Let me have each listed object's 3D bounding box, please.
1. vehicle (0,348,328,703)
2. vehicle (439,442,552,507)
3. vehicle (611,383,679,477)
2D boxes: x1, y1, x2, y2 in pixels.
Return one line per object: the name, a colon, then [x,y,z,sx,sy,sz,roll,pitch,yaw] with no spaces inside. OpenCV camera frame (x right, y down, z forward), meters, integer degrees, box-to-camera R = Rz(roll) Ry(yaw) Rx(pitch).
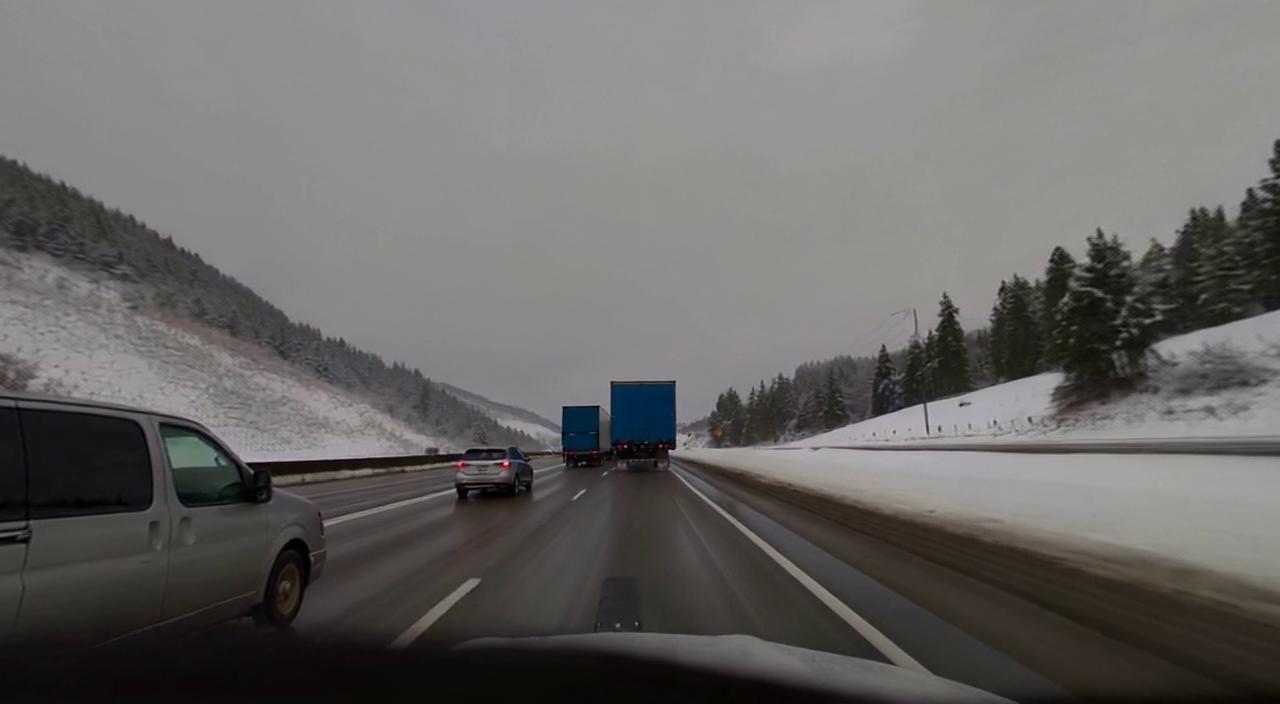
vehicle: [-3.906,0.949,3.206,2.136,1.779,4.875,0,-8,0]
vehicle: [-3.610,3.127,16.630,1.950,1.446,4.224,0,-8,0]
vehicle: [0.312,4.125,32.388,2.913,3.988,10.874,-1,-8,1]
